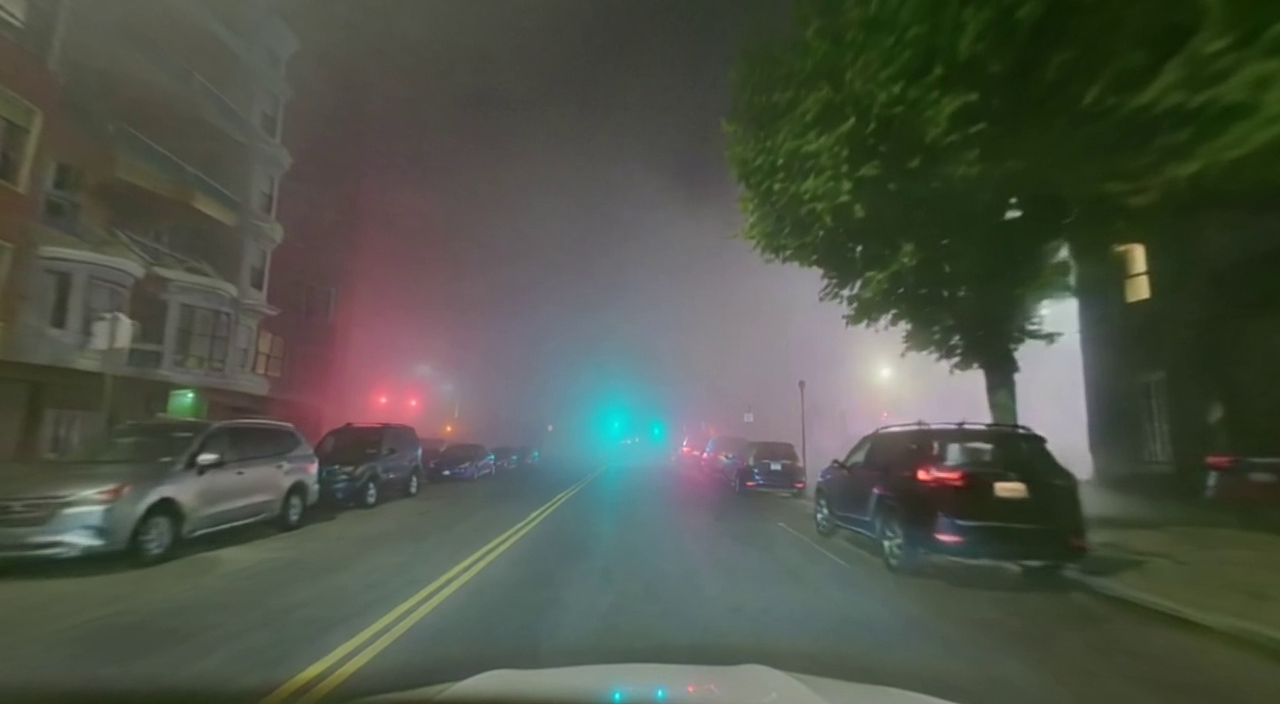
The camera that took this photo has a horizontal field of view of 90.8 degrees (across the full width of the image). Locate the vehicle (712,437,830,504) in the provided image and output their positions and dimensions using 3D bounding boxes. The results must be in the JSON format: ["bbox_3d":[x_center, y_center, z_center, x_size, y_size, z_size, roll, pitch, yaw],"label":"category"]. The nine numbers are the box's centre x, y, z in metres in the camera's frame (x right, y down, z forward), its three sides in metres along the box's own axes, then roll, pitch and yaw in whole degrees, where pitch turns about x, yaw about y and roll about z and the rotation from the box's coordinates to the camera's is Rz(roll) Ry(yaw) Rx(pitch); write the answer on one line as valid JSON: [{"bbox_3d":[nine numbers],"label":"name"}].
[{"bbox_3d":[3.175,2.972,16.435,1.908,1.461,4.873,0,-8,-1],"label":"vehicle"}]

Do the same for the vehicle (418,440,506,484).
[{"bbox_3d":[-6.619,4.140,24.125,1.913,1.479,4.714,0,-8,1],"label":"vehicle"}]

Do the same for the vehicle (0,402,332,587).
[{"bbox_3d":[-6.625,1.782,8.804,2.224,1.849,4.772,0,-8,0],"label":"vehicle"}]

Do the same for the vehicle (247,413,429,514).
[{"bbox_3d":[-6.695,2.522,14.764,2.008,1.969,4.740,0,-8,-2],"label":"vehicle"}]

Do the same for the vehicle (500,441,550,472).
[{"bbox_3d":[-6.567,6.104,36.559,2.033,1.523,4.867,-3,-12,0],"label":"vehicle"}]

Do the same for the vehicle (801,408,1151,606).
[{"bbox_3d":[3.379,1.612,7.446,1.828,1.664,4.035,0,-8,-1],"label":"vehicle"}]
